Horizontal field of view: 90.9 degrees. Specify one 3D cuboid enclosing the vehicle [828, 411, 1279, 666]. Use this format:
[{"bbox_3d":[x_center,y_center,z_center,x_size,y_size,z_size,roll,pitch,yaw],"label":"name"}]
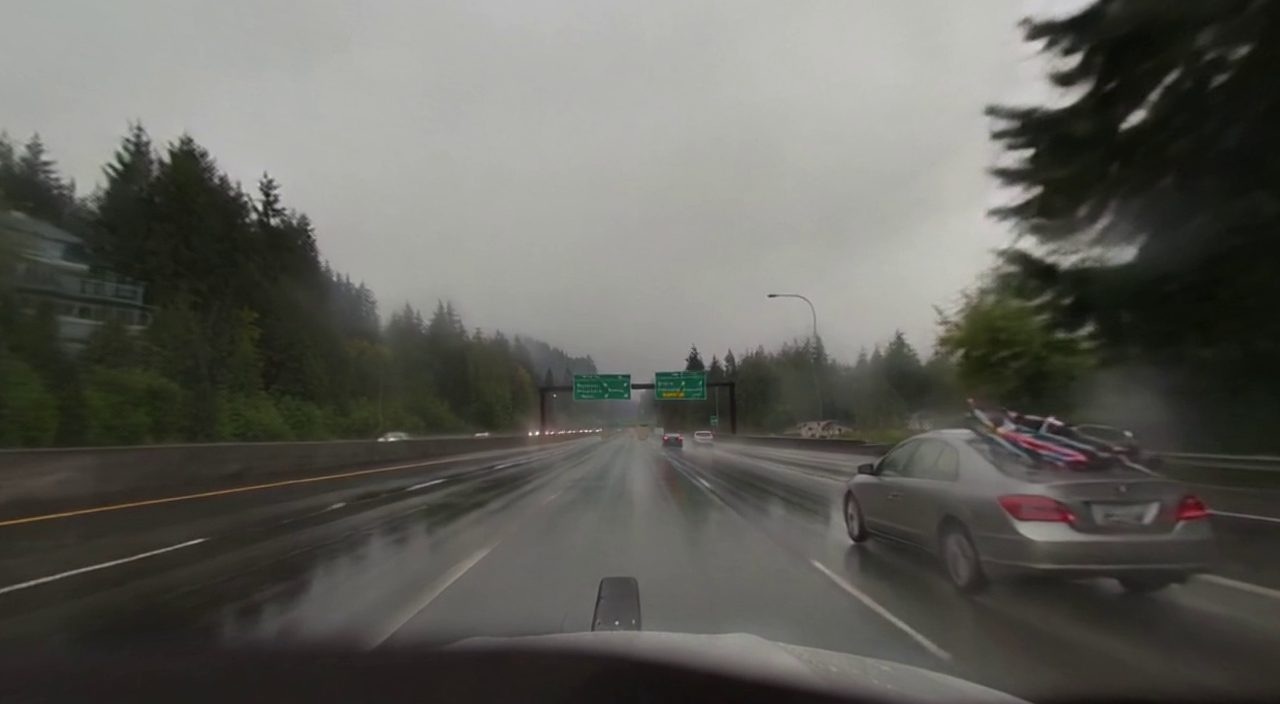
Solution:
[{"bbox_3d":[3.606,1.368,5.957,2.094,1.441,4.568,0,-8,-2],"label":"vehicle"}]
